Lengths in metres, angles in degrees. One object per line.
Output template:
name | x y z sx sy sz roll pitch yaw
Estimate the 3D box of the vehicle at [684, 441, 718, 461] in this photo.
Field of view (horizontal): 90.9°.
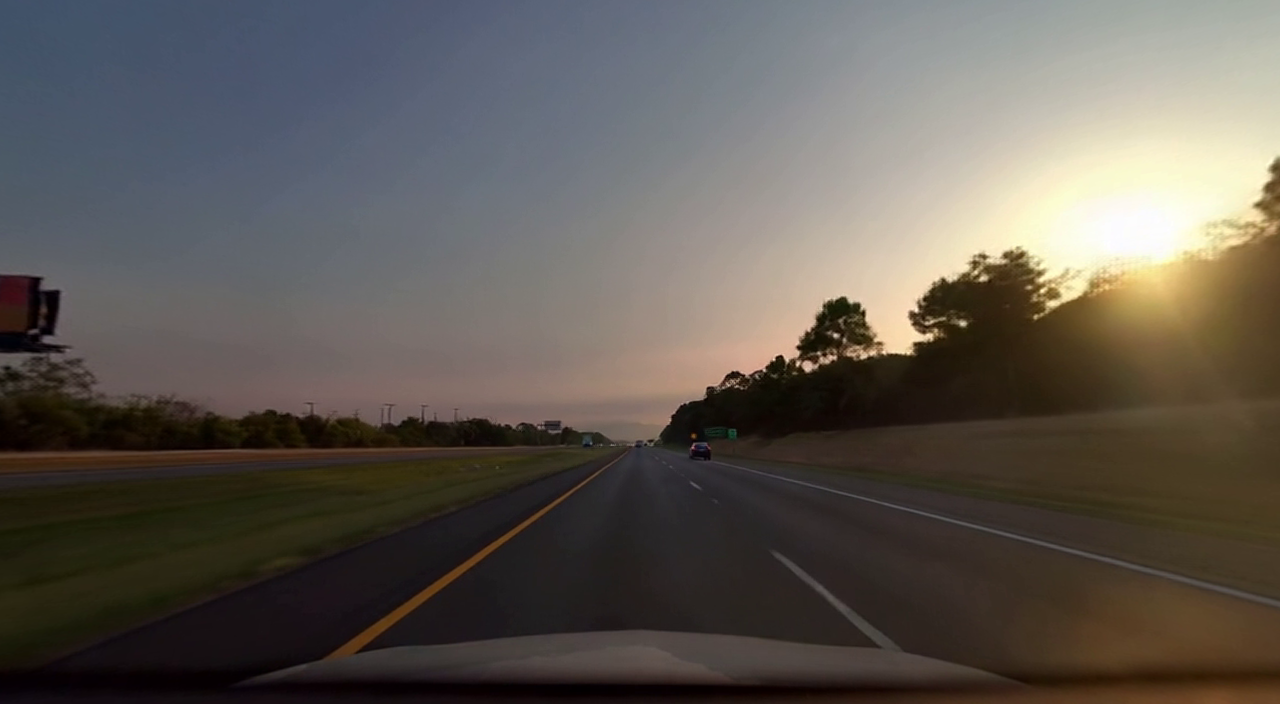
vehicle | 4.577 7.509 48.031 2.012 1.476 4.256 0 -8 -2
